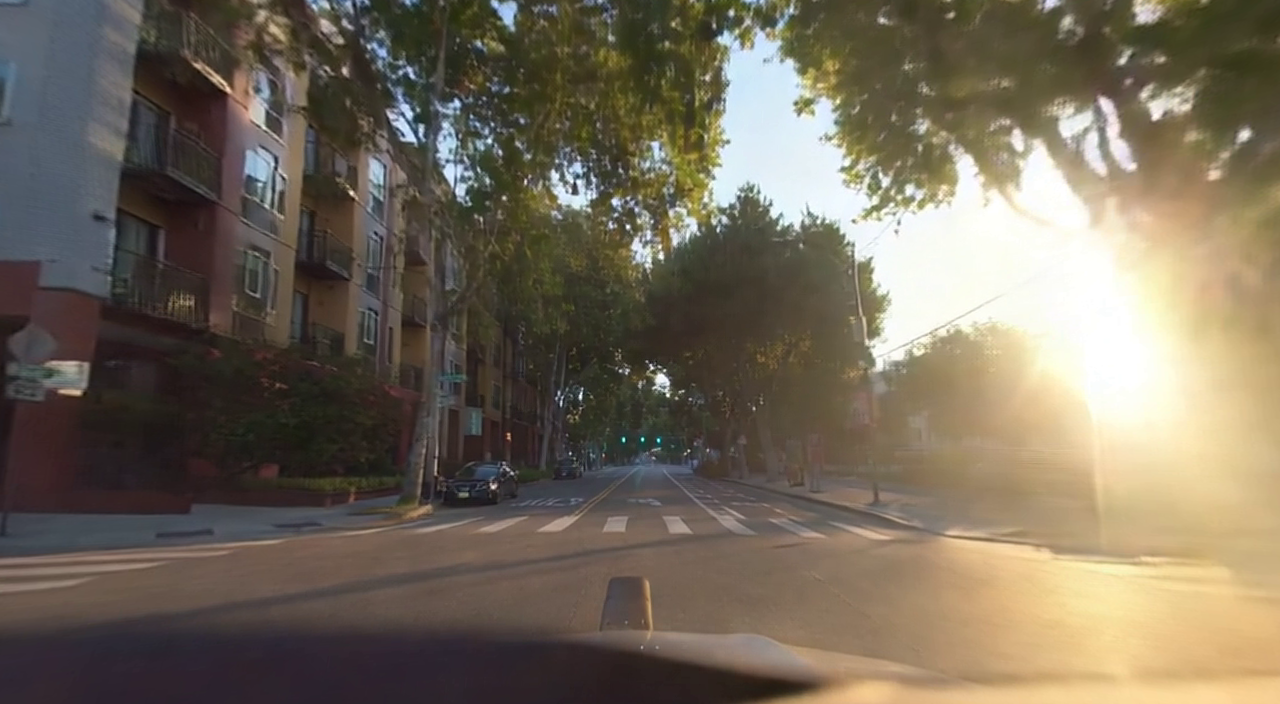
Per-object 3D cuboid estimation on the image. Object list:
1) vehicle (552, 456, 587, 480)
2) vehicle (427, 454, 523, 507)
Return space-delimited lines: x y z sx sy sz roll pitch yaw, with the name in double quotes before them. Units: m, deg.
"vehicle" -5.465 9.047 49.533 2.147 1.701 4.879 0 -9 1
"vehicle" -5.807 4.565 22.858 2.223 1.658 4.621 0 -9 0
